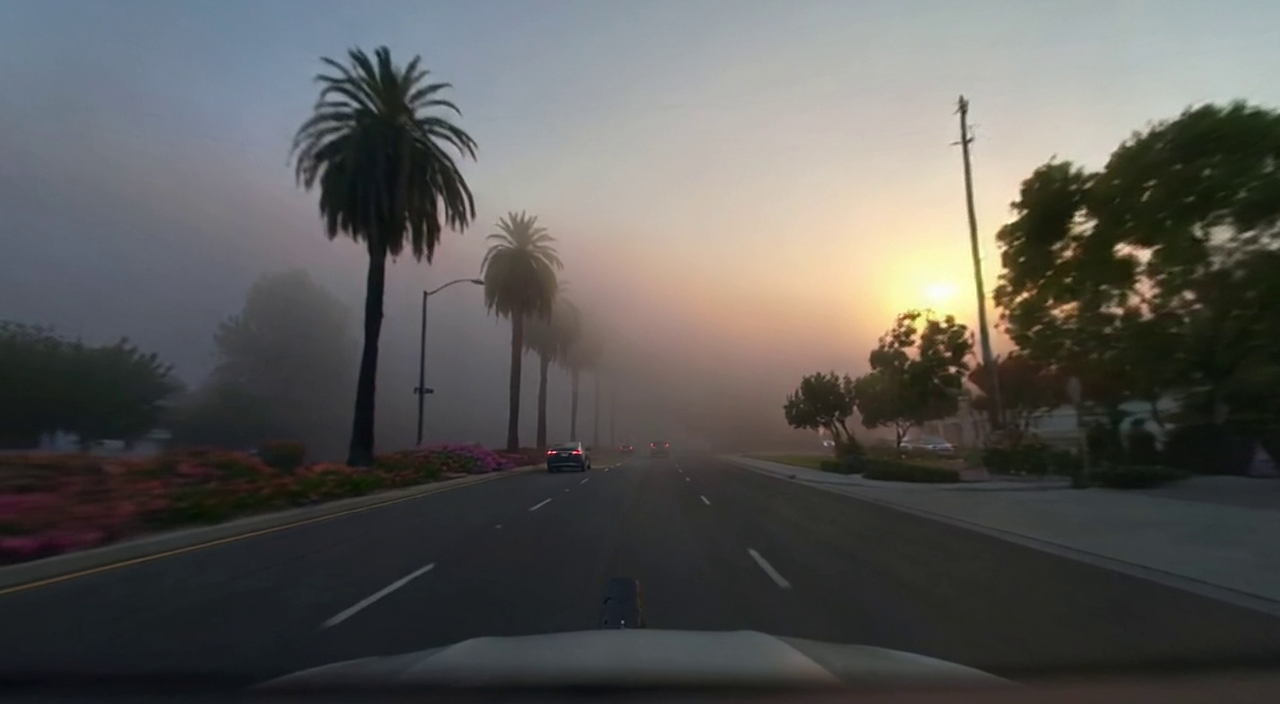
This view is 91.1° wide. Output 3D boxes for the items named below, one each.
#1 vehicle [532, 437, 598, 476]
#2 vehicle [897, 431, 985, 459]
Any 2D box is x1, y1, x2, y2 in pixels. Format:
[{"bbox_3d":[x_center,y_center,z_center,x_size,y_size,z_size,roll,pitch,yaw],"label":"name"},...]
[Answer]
[{"bbox_3d":[-3.018,4.353,26.344,2.036,1.478,4.508,0,-8,2],"label":"vehicle"},{"bbox_3d":[22.379,6.968,46.988,2.426,1.902,6.126,2,-9,-15],"label":"vehicle"}]
